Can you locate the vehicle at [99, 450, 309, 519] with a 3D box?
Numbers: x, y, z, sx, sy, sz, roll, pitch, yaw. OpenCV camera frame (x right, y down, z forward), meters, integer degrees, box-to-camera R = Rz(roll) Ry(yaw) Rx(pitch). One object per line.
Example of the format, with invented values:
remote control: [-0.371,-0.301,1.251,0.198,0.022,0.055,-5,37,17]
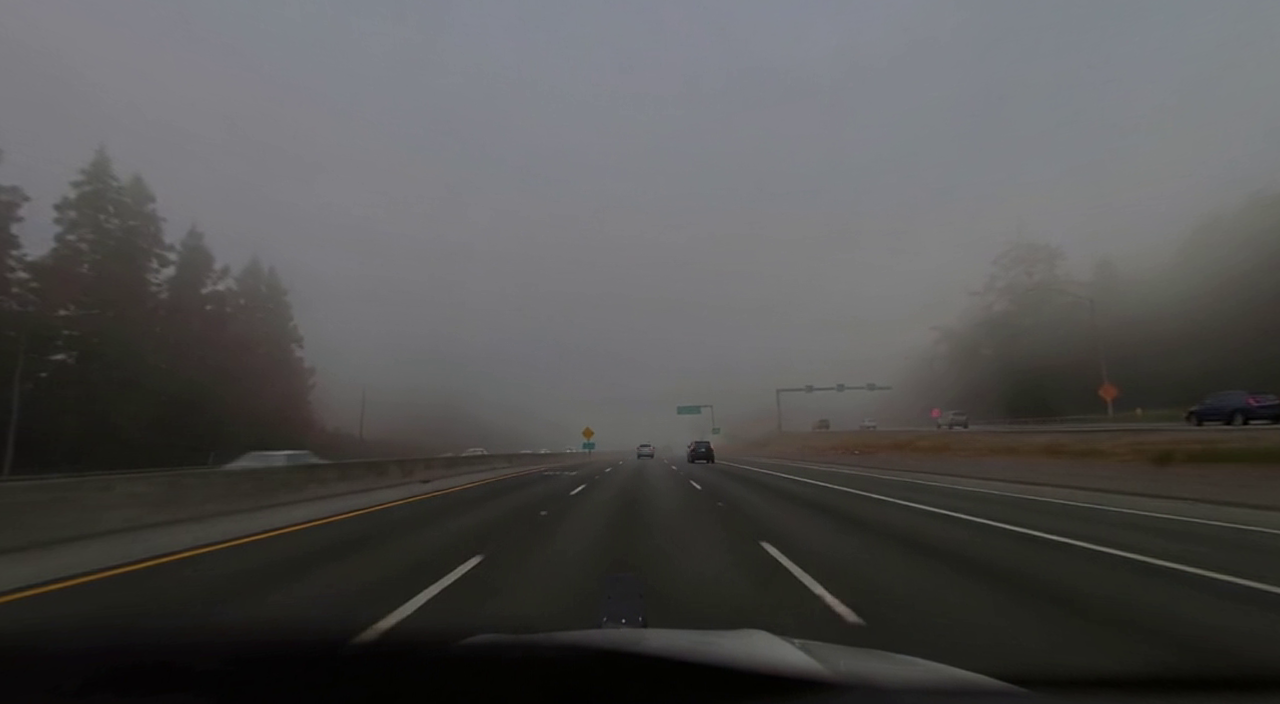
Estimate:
vehicle: [-10.937,3.316,16.415,1.954,1.477,4.834,0,-8,1]

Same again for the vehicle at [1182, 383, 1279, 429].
vehicle: [23.150,2.072,23.618,1.872,1.459,4.502,-1,-8,4]

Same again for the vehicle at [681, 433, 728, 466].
vehicle: [4.202,6.482,42.133,2.505,2.020,5.532,0,-8,-1]
